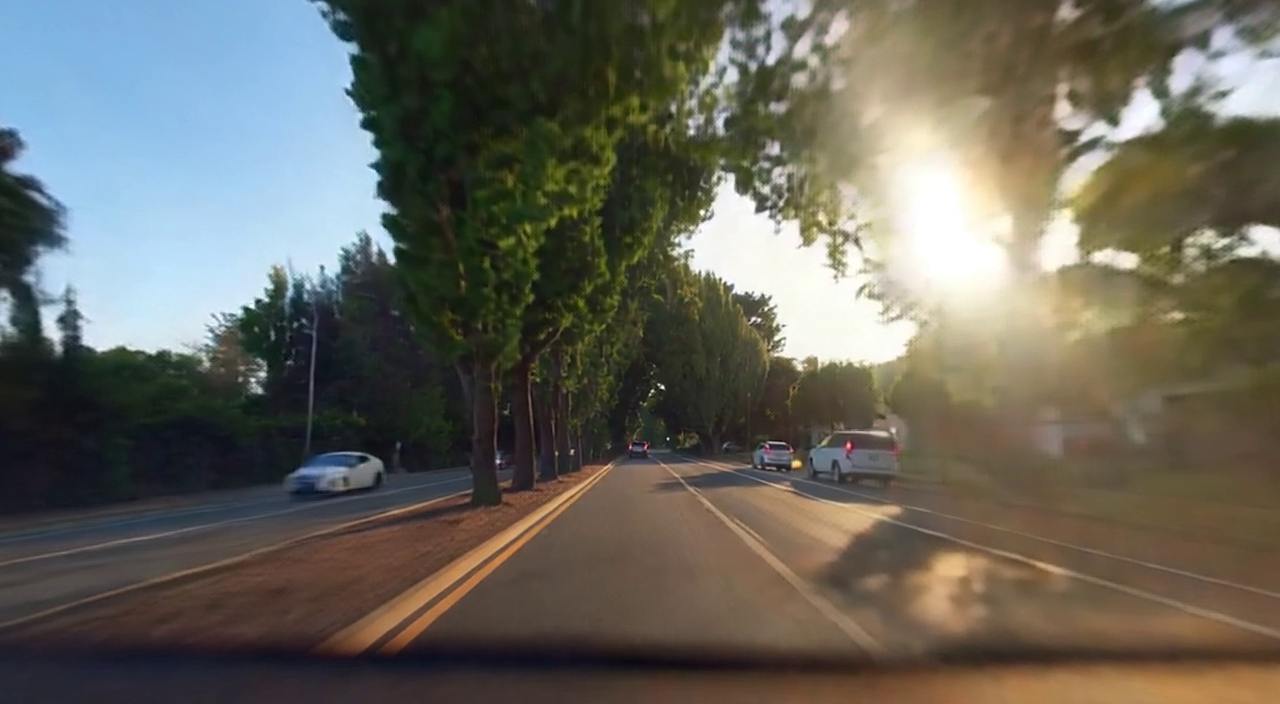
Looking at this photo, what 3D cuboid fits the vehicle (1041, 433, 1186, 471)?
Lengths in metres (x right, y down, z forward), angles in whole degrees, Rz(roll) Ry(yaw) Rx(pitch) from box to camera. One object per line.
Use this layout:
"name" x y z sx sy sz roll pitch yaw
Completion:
"vehicle" 19.549 4.120 26.298 4.336 1.480 1.926 -2 -8 16

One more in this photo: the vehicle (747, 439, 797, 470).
"vehicle" 7.431 5.818 35.932 1.965 1.623 4.096 0 -8 1

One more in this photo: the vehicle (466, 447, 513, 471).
"vehicle" -9.742 6.929 41.335 1.910 1.452 4.447 0 -8 1

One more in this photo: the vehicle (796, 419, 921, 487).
"vehicle" 7.480 3.542 22.444 2.278 2.079 5.861 0 -8 0

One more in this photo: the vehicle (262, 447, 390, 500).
"vehicle" -10.000 3.865 20.582 1.958 1.524 4.314 0 -8 0
